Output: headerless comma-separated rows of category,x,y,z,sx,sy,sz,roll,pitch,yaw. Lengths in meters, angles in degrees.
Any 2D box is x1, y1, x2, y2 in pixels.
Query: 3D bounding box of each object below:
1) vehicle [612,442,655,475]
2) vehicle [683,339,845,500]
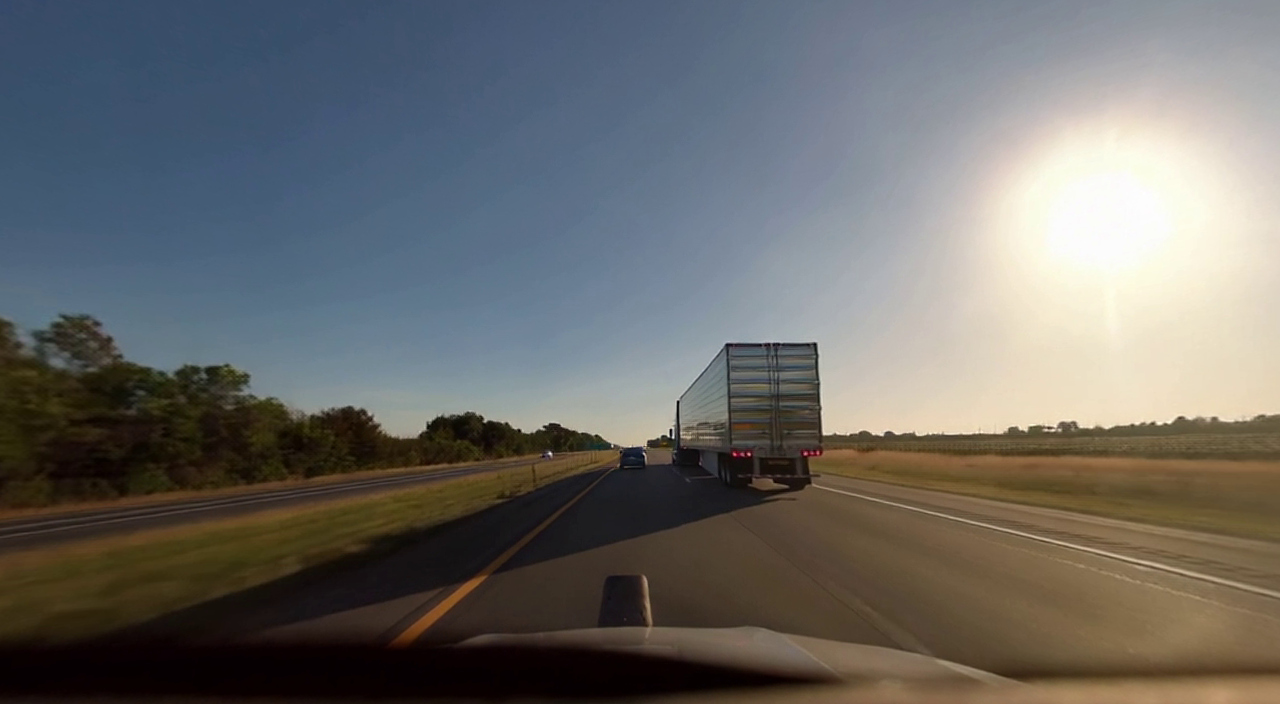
vehicle,-0.273,5.199,31.063,1.968,1.515,4.025,-1,-8,0
vehicle,3.738,2.891,24.358,2.929,4.158,15.921,0,-8,0
